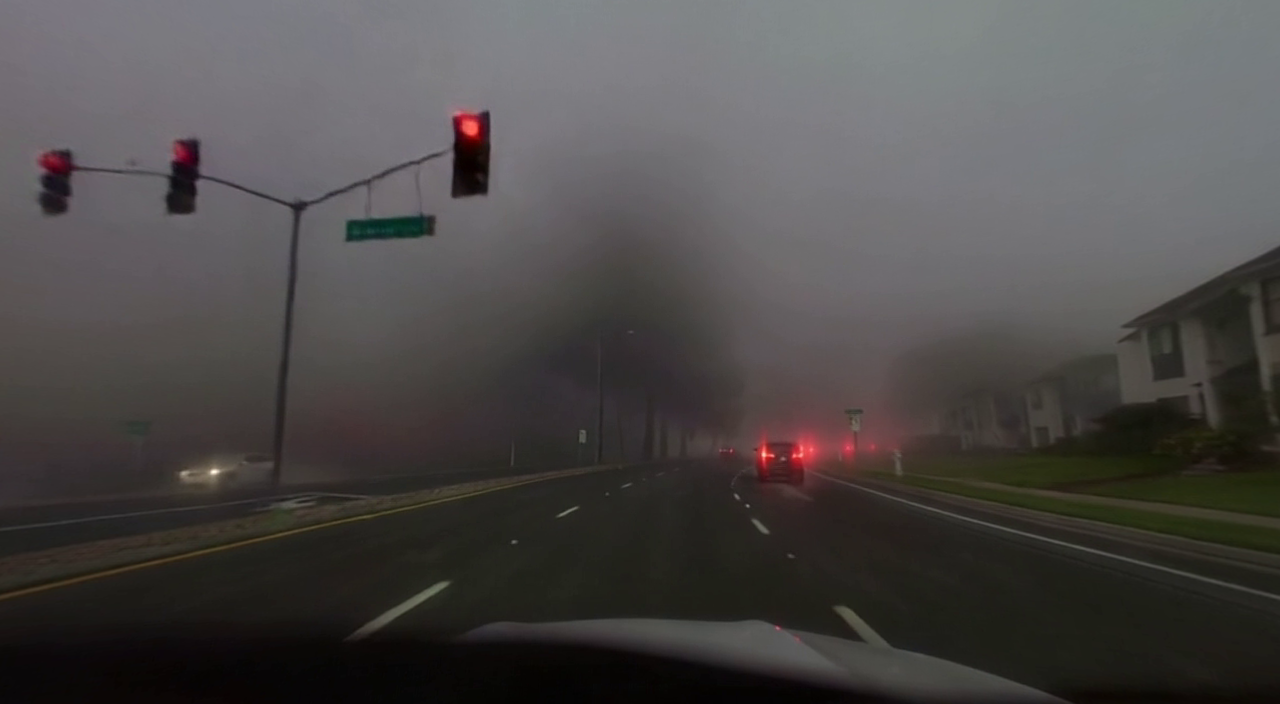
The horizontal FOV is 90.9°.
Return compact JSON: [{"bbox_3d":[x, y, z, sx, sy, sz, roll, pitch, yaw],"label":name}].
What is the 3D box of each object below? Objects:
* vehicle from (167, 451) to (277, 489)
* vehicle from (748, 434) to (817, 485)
[{"bbox_3d":[-18.389,5.156,27.941,1.828,1.497,3.858,-1,-9,9],"label":"vehicle"},{"bbox_3d":[5.592,4.279,25.371,2.141,1.833,4.704,-1,-8,6],"label":"vehicle"}]
